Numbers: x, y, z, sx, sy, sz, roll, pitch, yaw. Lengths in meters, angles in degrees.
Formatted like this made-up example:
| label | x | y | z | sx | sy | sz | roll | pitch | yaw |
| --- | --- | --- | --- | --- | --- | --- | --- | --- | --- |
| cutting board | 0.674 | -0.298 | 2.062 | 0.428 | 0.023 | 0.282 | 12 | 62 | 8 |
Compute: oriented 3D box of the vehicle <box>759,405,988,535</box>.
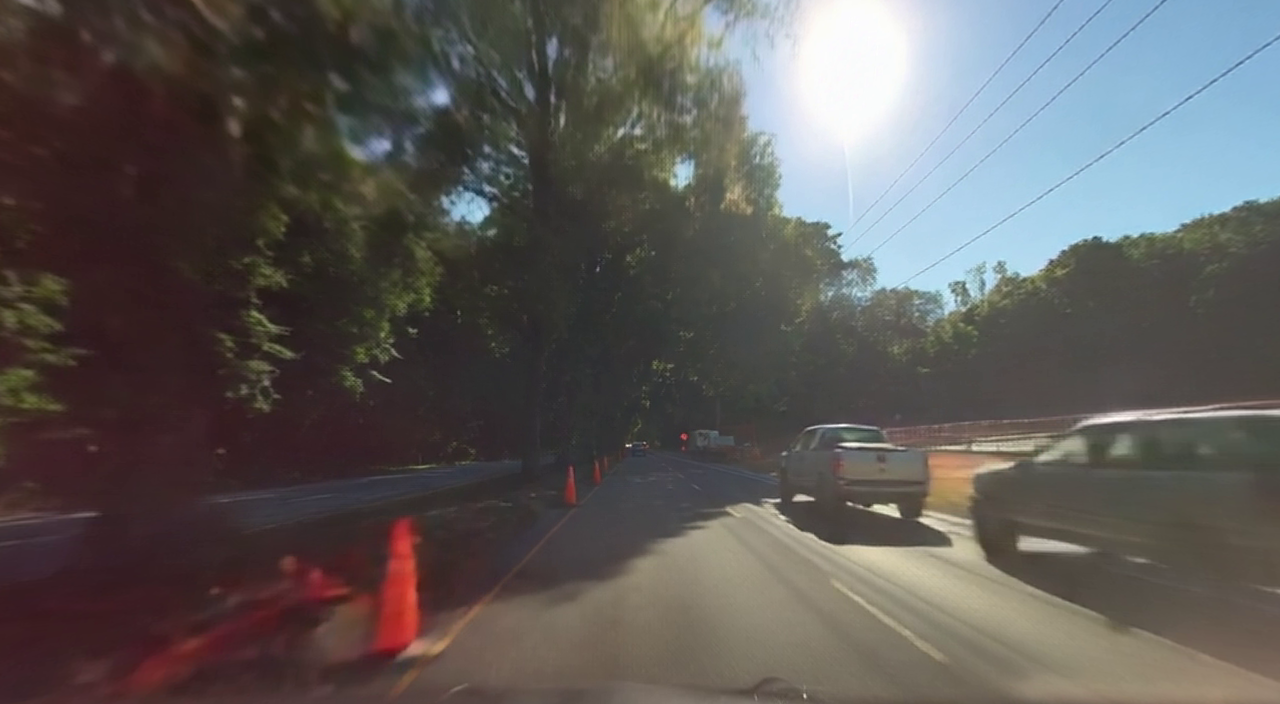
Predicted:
| label | x | y | z | sx | sy | sz | roll | pitch | yaw |
| --- | --- | --- | --- | --- | --- | --- | --- | --- | --- |
| vehicle | 4.668 | 2.580 | 14.200 | 2.694 | 2.177 | 6.177 | 2 | -9 | -1 |

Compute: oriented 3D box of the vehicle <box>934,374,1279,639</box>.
| label | x | y | z | sx | sy | sz | roll | pitch | yaw |
| --- | --- | --- | --- | --- | --- | --- | --- | --- | --- |
| vehicle | 5.779 | 1.379 | 6.302 | 2.294 | 1.949 | 6.246 | 0 | -8 | -4 |
